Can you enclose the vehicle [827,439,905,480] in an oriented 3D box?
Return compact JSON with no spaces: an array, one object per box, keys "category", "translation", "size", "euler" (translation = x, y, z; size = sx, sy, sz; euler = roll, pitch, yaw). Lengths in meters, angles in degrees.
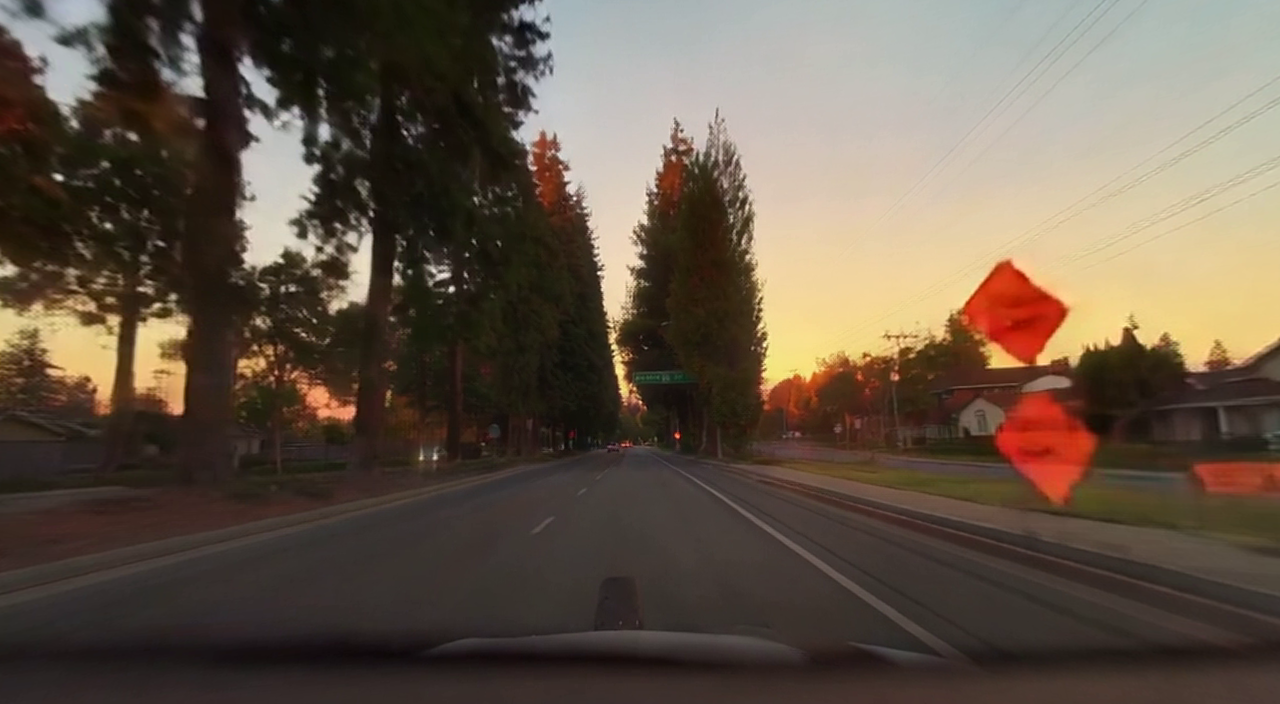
[{"category":"vehicle","translation":[8.673,4.152,24.587],"size":[1.733,1.449,3.764],"euler":[0,-9,1]}]
